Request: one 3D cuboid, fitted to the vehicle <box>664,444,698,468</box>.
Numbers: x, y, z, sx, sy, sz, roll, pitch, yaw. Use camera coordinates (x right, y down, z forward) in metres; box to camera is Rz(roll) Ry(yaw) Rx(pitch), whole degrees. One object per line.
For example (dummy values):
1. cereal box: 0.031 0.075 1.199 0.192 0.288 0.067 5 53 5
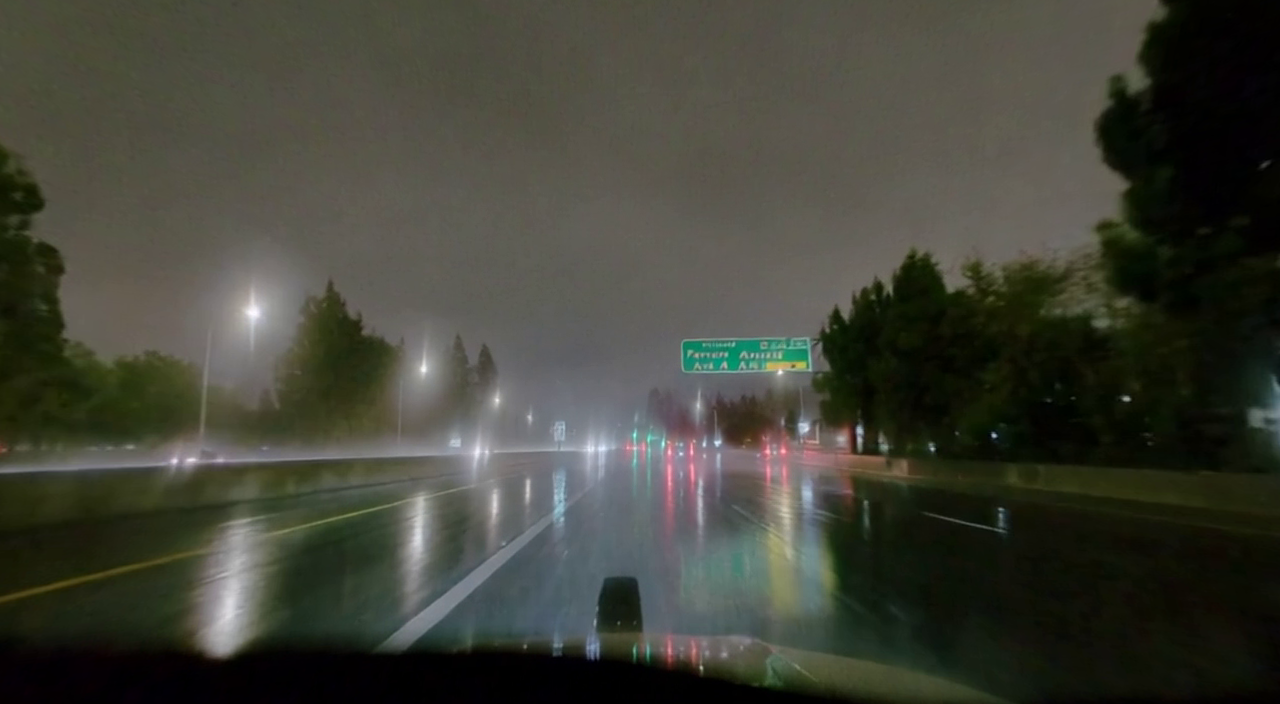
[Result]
1. vehicle: 3.071 7.902 48.319 2.083 1.643 4.565 1 -8 -2
